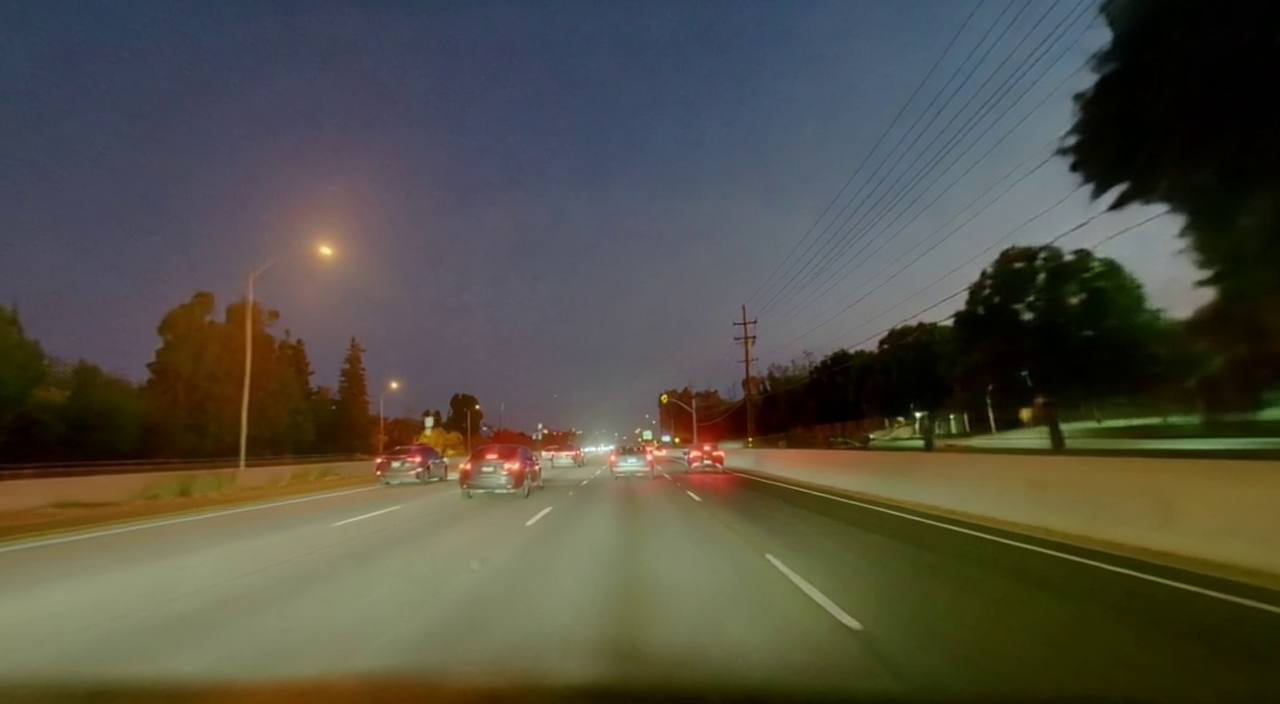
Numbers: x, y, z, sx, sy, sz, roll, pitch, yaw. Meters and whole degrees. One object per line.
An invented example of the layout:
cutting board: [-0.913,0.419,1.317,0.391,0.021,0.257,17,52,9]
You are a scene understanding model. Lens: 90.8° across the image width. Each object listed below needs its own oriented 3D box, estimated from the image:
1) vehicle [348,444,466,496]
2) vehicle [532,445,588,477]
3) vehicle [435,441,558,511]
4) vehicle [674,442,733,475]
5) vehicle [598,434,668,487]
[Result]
vehicle: [-7.185,3.659,20.098,1.959,1.435,4.719,0,-8,0]
vehicle: [-3.852,5.305,31.176,2.203,1.425,4.610,0,-8,0]
vehicle: [-3.305,2.937,15.534,1.958,1.447,4.454,0,-8,0]
vehicle: [2.965,5.055,30.356,2.197,1.464,4.356,0,-8,-2]
vehicle: [-0.256,3.876,22.906,2.284,1.699,4.168,0,-8,-1]
